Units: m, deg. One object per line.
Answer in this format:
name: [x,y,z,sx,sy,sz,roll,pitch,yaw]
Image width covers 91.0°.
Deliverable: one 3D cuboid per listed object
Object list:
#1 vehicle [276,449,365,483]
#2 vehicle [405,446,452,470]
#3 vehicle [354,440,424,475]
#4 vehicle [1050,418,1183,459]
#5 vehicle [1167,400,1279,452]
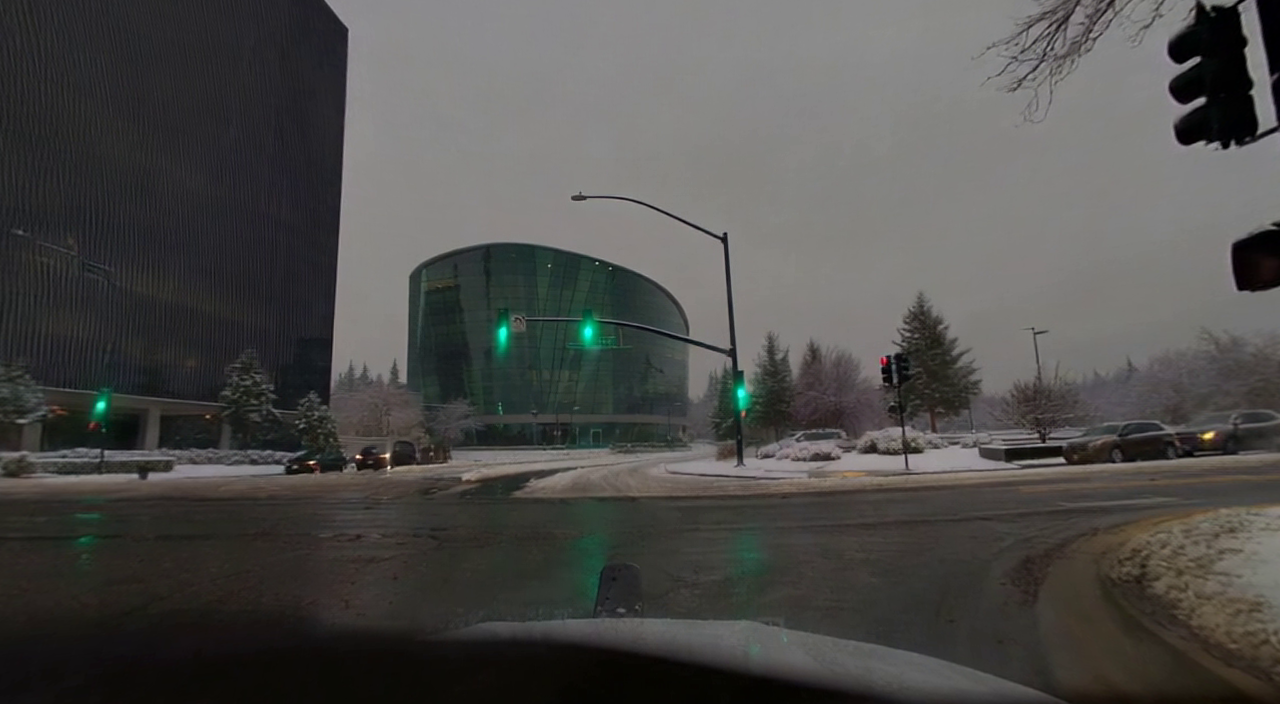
vehicle: [-14.816,5.291,29.535,1.790,1.437,4.349,0,-9,2]
vehicle: [-15.136,7.599,45.284,1.932,1.605,4.146,1,-9,-1]
vehicle: [-14.886,6.284,37.639,2.091,1.915,5.040,0,-9,0]
vehicle: [19.065,3.524,25.510,1.834,1.480,4.458,1,-9,-1]
vehicle: [24.406,3.024,25.192,2.109,1.836,5.080,-2,-10,-1]
